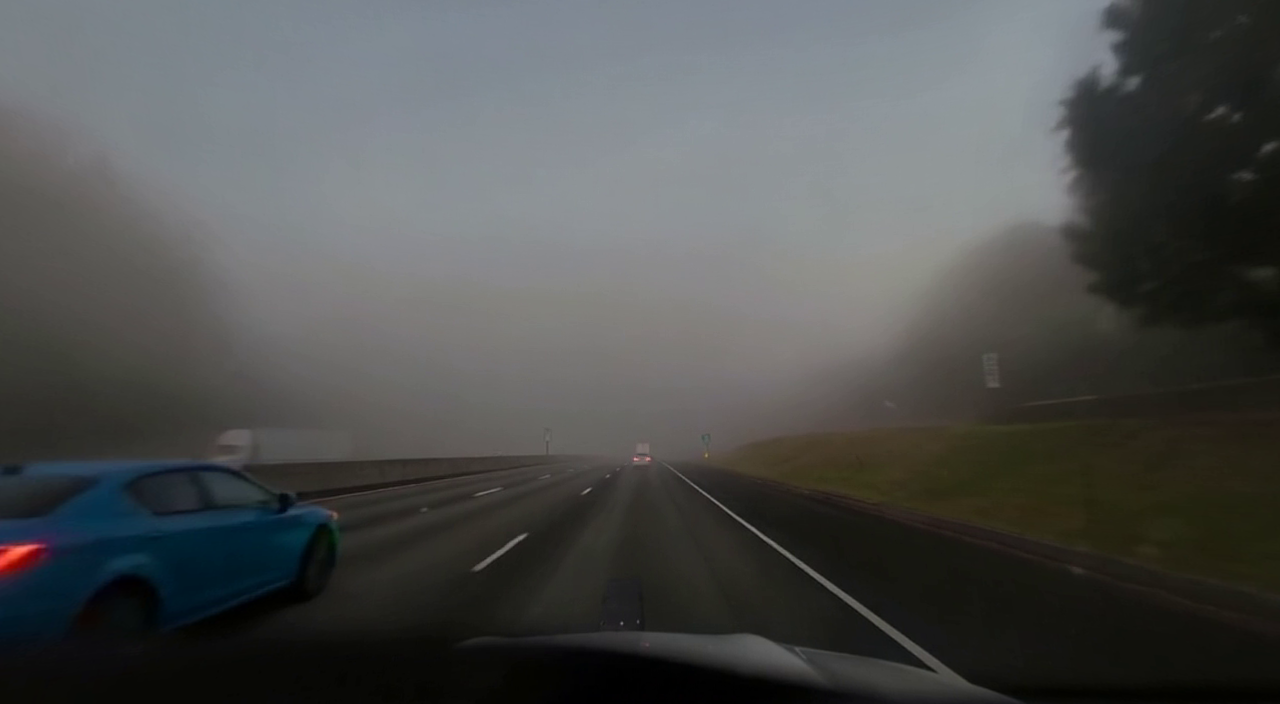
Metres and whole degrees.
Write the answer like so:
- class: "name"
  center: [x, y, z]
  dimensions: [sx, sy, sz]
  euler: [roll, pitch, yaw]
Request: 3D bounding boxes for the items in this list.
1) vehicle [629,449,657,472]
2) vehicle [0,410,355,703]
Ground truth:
- class: "vehicle"
  center: [0.203, 7.475, 43.728]
  dimensions: [1.908, 1.515, 3.871]
  euler: [0, -9, 0]
- class: "vehicle"
  center: [-3.712, 1.194, 3.897]
  dimensions: [1.978, 1.498, 4.080]
  euler: [0, -9, 0]
